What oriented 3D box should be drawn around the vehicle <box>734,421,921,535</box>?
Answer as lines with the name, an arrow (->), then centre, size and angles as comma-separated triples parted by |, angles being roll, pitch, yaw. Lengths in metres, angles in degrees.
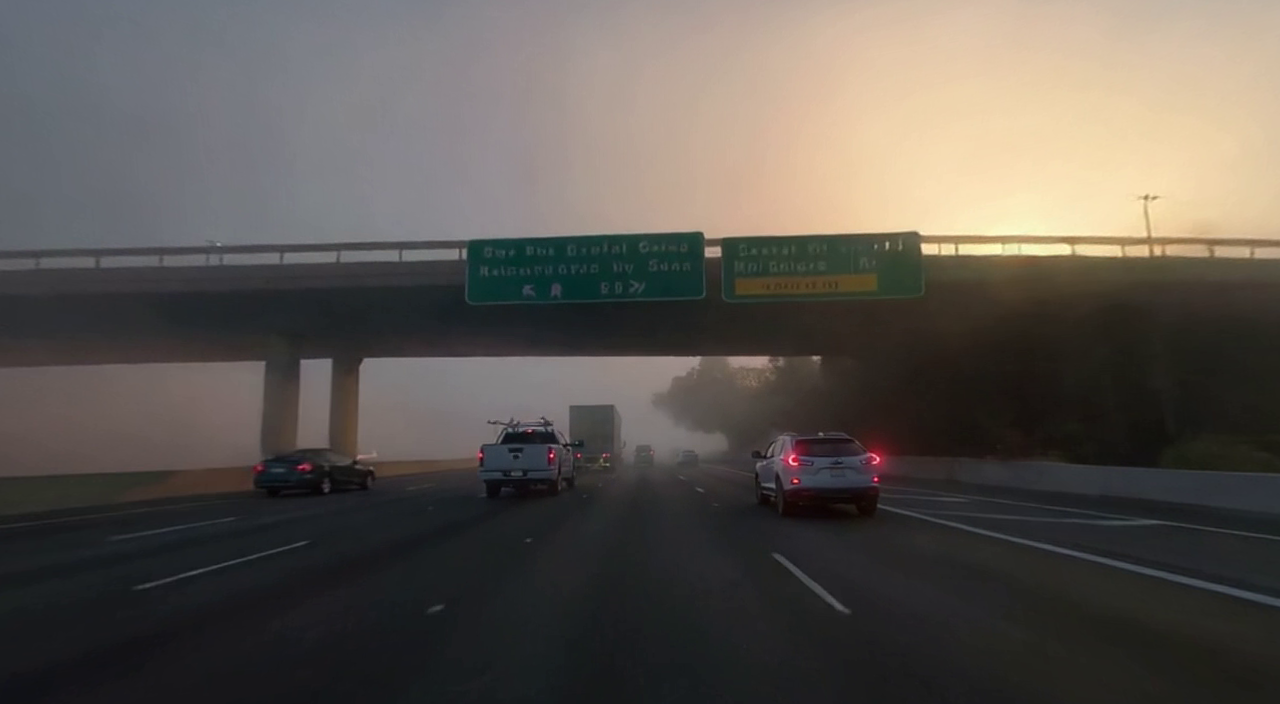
vehicle -> 3.093, 2.183, 11.516 | 2.028, 1.658, 4.334 | 0, -9, -1

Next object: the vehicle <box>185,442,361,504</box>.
vehicle -> -10.027, 3.318, 17.815 | 1.981, 1.495, 4.834 | 0, -9, 1

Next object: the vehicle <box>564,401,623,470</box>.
vehicle -> -3.028, 6.165, 45.737 | 2.869, 4.108, 15.564 | 0, -9, 1

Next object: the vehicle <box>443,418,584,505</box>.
vehicle -> -3.281, 3.074, 18.202 | 2.645, 2.023, 6.491 | 0, -9, 1
